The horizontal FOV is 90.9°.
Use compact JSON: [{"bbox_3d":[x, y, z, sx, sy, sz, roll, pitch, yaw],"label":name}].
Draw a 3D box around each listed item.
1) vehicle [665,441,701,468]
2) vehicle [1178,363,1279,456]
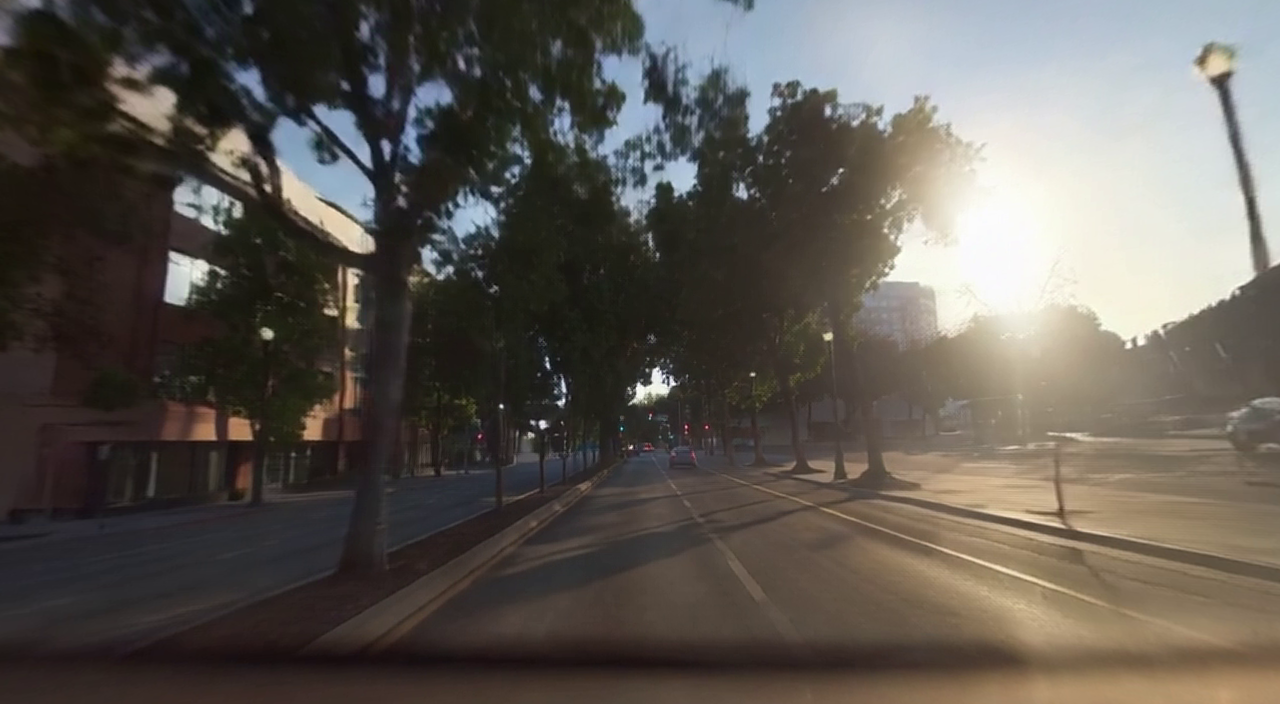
[{"bbox_3d":[2.911,7.025,43.347,2.129,1.719,4.205,0,-9,0],"label":"vehicle"},{"bbox_3d":[18.136,1.608,16.721,5.640,2.310,2.101,1,-5,4],"label":"vehicle"}]
